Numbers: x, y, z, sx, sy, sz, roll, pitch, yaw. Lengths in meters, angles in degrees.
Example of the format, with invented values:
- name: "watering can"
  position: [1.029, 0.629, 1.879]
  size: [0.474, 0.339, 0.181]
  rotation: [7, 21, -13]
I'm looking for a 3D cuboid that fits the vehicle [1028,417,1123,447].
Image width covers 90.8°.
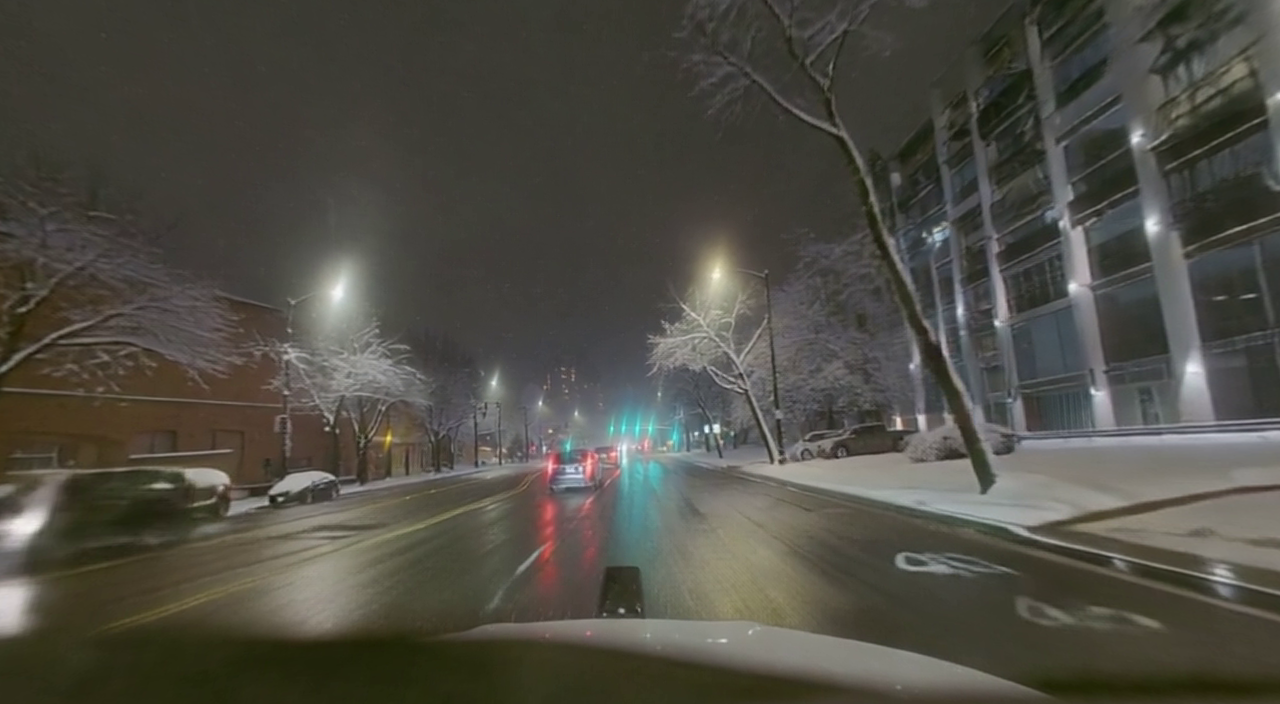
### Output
- name: "vehicle"
  position: [26.376, 4.857, 38.284]
  size: [4.439, 1.688, 2.101]
  rotation: [1, -9, -12]

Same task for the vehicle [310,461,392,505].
- name: "vehicle"
  position: [-15.368, 6.927, 33.903]
  size: [1.917, 1.775, 5.018]
  rotation: [-9, -9, -1]

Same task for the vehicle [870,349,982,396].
- name: "vehicle"
  position: [12.241, 0.889, 27.200]
  size: [3.826, 1.601, 1.807]
  rotation: [-3, -8, -3]

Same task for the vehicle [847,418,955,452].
- name: "vehicle"
  position: [13.253, 4.284, 32.329]
  size: [4.619, 1.626, 2.121]
  rotation: [-1, -9, 4]

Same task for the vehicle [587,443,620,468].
- name: "vehicle"
  position: [-2.752, 7.950, 48.798]
  size: [2.190, 1.840, 4.720]
  rotation: [0, -8, 0]

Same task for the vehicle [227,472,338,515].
- name: "vehicle"
  position: [-15.313, 6.061, 27.425]
  size: [2.021, 1.438, 4.616]
  rotation: [-2, -9, 2]

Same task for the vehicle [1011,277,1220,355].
- name: "vehicle"
  position: [12.033, -0.873, 16.205]
  size: [3.827, 1.556, 1.730]
  rotation: [-1, -10, 1]

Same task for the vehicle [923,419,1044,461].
- name: "vehicle"
  position: [13.030, 3.343, 24.123]
  size: [3.527, 1.496, 1.836]
  rotation: [0, -7, -3]

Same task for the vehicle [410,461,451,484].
- name: "vehicle"
  position: [-15.081, 8.703, 45.663]
  size: [1.646, 1.462, 3.740]
  rotation: [0, -8, 0]

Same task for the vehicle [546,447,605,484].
- name: "vehicle"
  position: [-2.663, 4.809, 27.131]
  size: [2.051, 1.454, 4.132]
  rotation: [0, -8, 0]

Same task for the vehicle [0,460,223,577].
- name: "vehicle"
  position: [-9.823, 2.740, 11.163]
  size: [1.884, 1.518, 4.380]
  rotation: [0, -8, 0]

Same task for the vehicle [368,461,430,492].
- name: "vehicle"
  position: [-15.017, 7.753, 39.589]
  size: [1.984, 1.635, 4.525]
  rotation: [-3, -9, 2]
